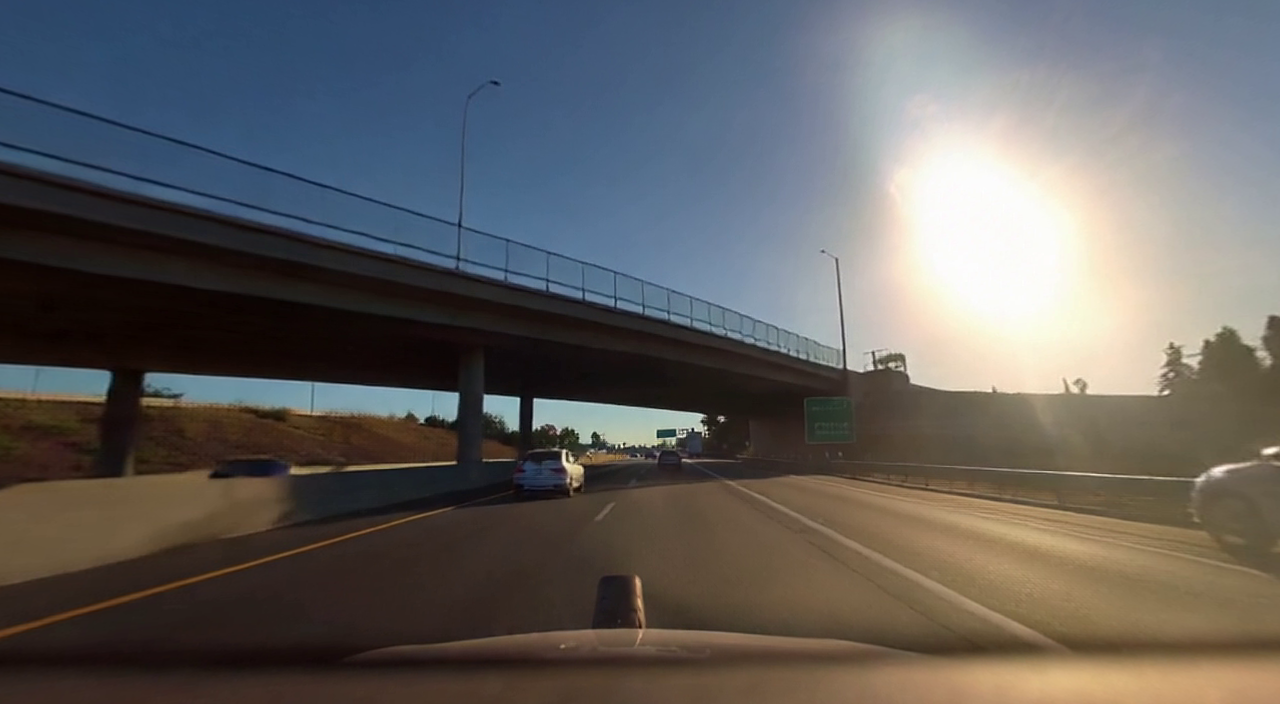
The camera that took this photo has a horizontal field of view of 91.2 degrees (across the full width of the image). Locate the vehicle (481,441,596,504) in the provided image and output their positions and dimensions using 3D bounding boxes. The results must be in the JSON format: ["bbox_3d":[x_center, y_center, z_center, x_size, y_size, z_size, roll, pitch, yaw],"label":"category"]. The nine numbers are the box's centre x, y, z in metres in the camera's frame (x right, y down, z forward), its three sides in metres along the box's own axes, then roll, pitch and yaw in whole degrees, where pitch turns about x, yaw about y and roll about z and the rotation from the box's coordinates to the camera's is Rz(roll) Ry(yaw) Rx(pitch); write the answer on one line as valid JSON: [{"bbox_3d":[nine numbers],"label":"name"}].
[{"bbox_3d":[-2.775,3.419,18.272,2.084,1.594,4.219,-2,-9,9],"label":"vehicle"}]

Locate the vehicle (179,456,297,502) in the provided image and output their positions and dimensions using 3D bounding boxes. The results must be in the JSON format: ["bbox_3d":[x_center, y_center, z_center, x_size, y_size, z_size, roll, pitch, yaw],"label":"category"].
[{"bbox_3d":[-15.395,4.854,24.329,1.883,1.560,4.194,0,-9,-2],"label":"vehicle"}]

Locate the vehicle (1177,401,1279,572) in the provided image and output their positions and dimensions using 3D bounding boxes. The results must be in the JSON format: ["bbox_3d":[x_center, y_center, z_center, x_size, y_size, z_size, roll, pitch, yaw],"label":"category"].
[{"bbox_3d":[7.266,1.180,5.227,2.143,1.667,4.221,-2,-9,8],"label":"vehicle"}]

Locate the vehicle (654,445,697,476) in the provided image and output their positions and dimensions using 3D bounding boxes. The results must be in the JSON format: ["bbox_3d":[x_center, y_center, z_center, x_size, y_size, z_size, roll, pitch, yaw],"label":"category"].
[{"bbox_3d":[2.025,5.978,34.685,1.969,1.595,3.964,-2,-9,9],"label":"vehicle"}]
